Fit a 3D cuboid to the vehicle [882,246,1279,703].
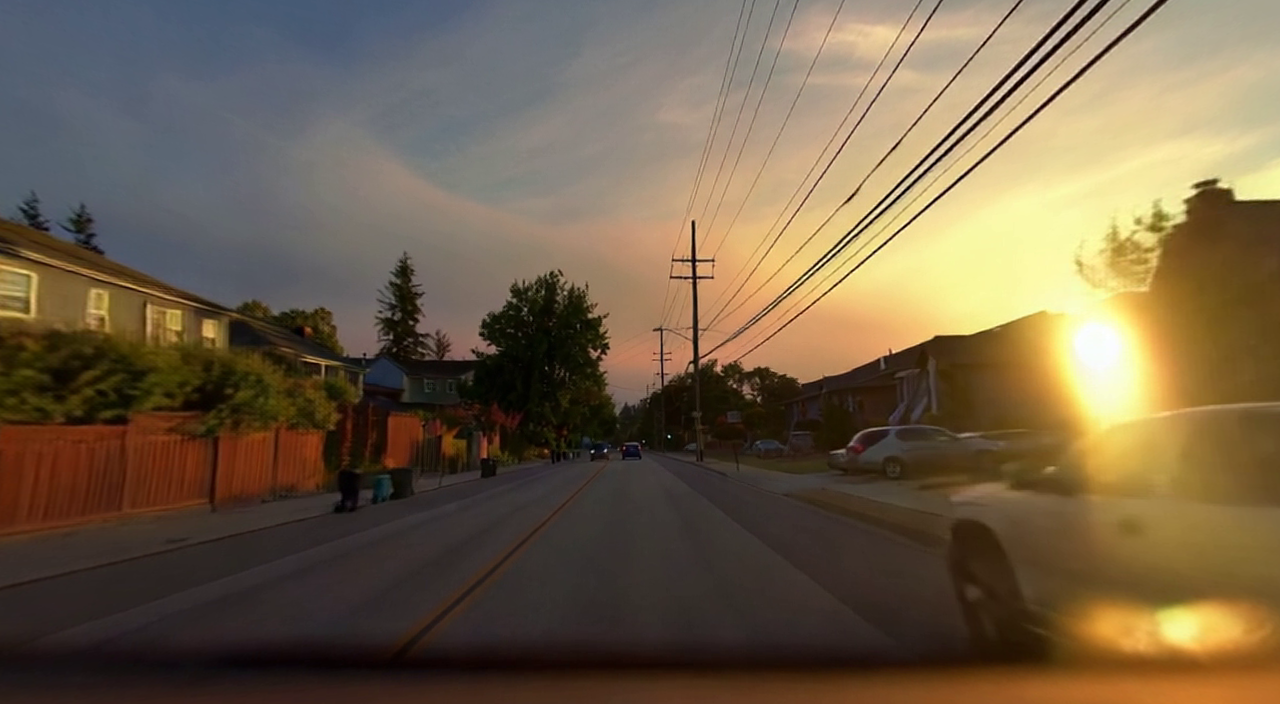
[{"bbox_3d":[3.021,0.715,1.887,2.278,1.933,5.860,3,-8,-1],"label":"vehicle"}]
